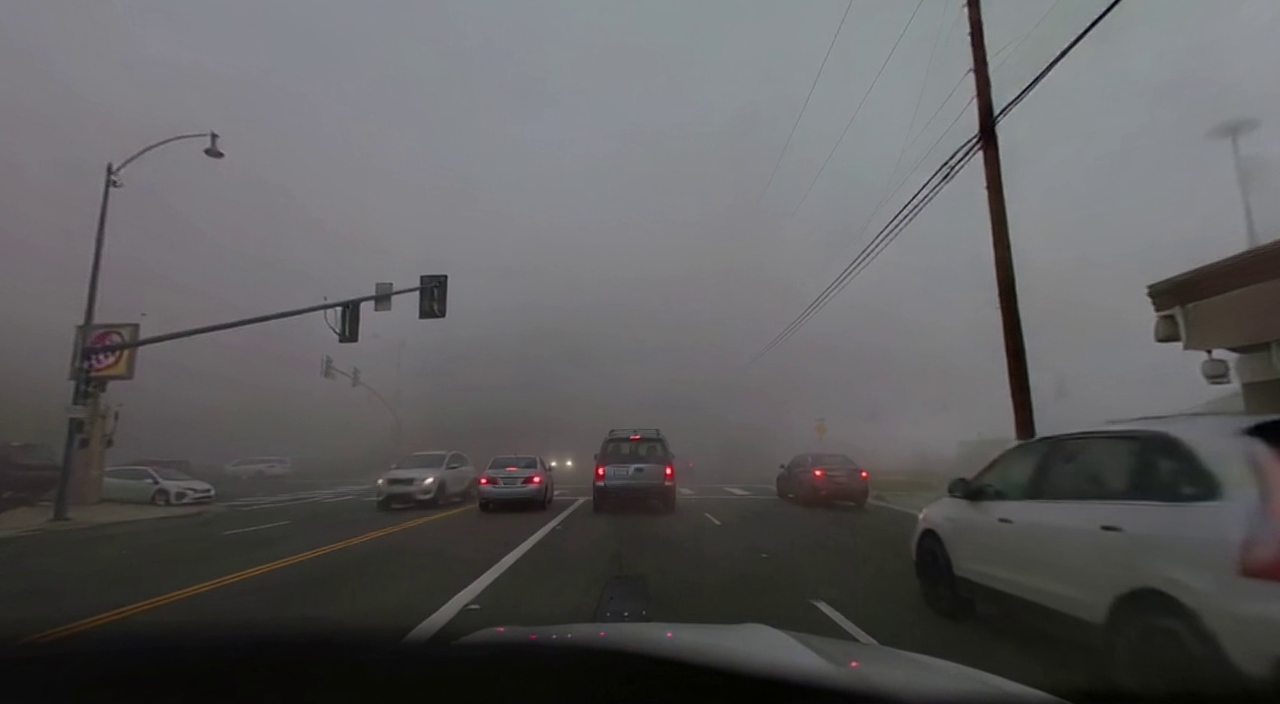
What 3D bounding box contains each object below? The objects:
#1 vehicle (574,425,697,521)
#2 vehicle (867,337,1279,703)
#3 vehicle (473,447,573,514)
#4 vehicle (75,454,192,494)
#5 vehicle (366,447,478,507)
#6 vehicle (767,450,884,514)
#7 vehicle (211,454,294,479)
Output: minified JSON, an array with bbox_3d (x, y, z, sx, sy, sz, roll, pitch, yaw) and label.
[{"bbox_3d":[-0.118,3.013,16.394,2.638,2.065,5.313,0,-8,0],"label":"vehicle"},{"bbox_3d":[3.343,1.072,3.695,2.276,1.787,4.630,0,-8,0],"label":"vehicle"},{"bbox_3d":[-3.035,3.414,17.351,1.975,1.570,4.456,0,-8,-1],"label":"vehicle"},{"bbox_3d":[-26.312,6.291,33.046,2.123,1.820,5.136,0,-8,-4],"label":"vehicle"},{"bbox_3d":[-6.986,4.020,20.812,2.121,1.746,4.402,0,-8,0],"label":"vehicle"},{"bbox_3d":[5.206,3.683,18.493,1.994,1.545,4.919,0,-8,1],"label":"vehicle"},{"bbox_3d":[-27.362,8.092,44.596,4.458,1.608,2.051,0,-8,2],"label":"vehicle"}]
